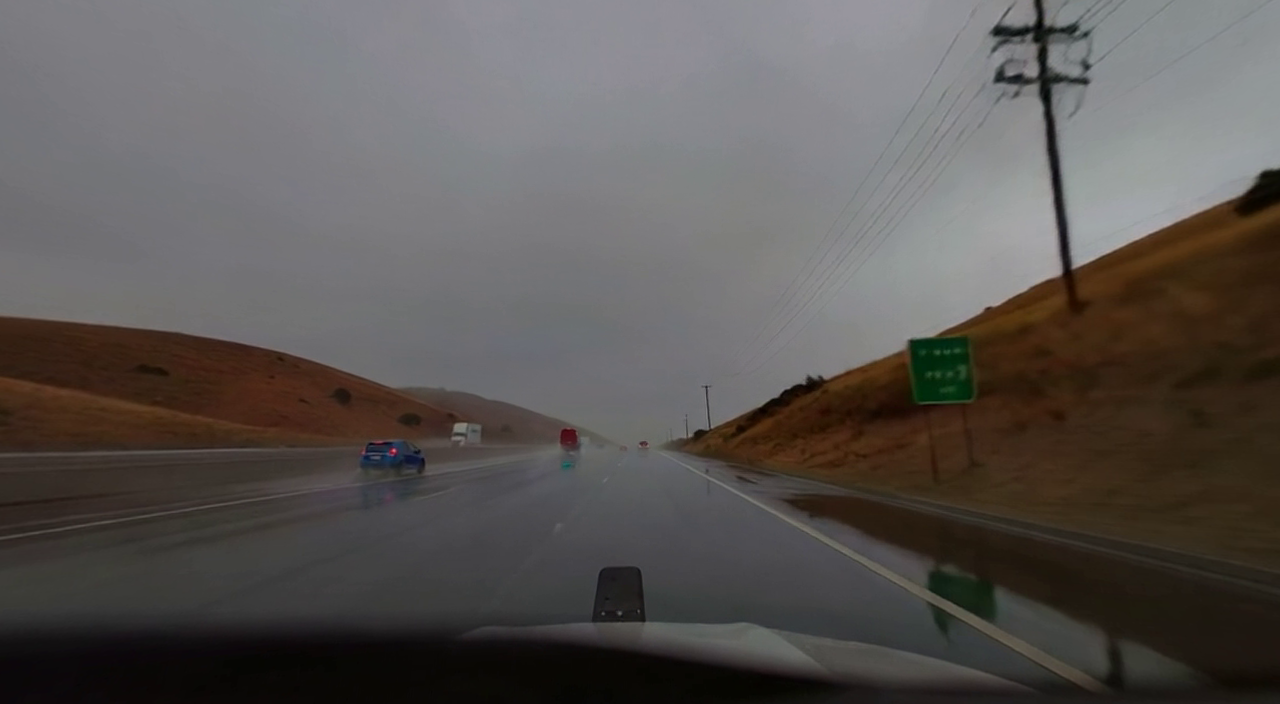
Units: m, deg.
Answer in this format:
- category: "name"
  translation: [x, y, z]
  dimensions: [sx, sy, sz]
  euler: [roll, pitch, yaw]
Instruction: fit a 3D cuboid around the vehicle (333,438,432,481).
- category: "vehicle"
  translation: [-10.351, 4.359, 25.762]
  dimensions: [1.971, 1.558, 4.847]
  euler: [0, -8, 0]
